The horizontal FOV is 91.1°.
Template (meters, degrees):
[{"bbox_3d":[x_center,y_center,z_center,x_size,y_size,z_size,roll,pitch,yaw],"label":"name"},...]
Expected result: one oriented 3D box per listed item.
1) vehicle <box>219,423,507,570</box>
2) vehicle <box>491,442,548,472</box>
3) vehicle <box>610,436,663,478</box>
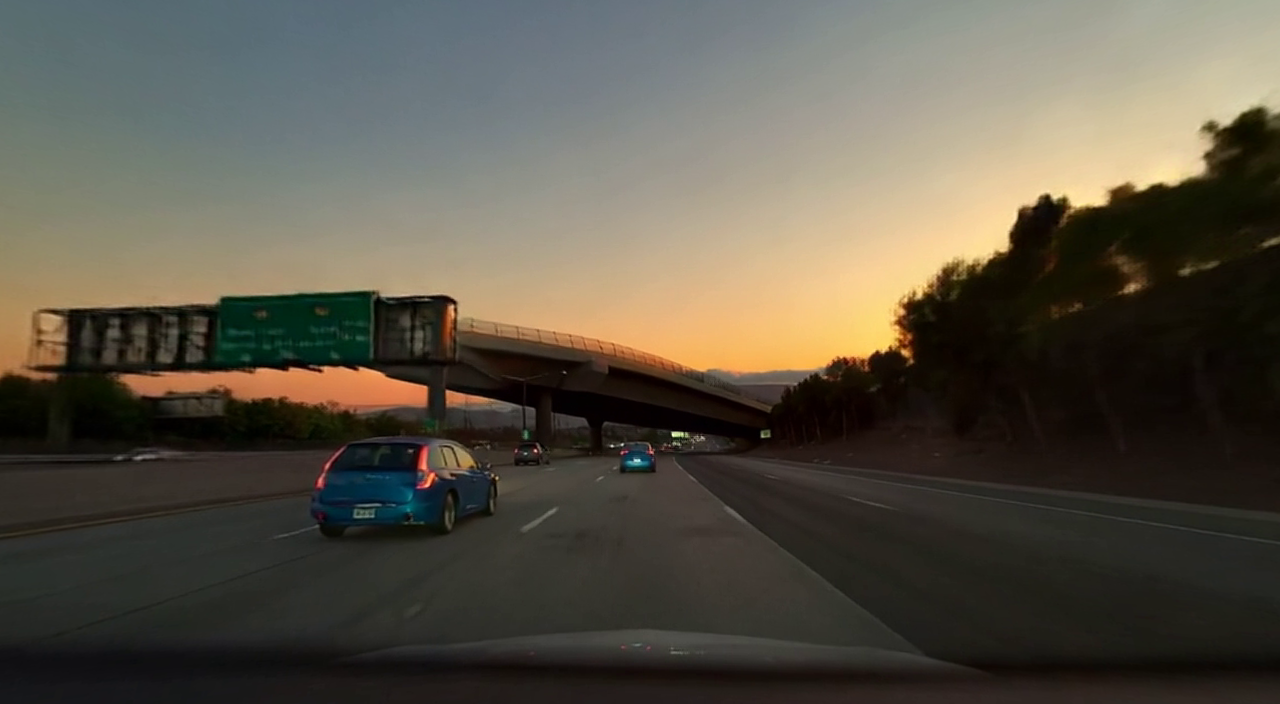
[{"bbox_3d":[-3.555,1.950,9.274,2.124,1.607,4.531,0,-9,1],"label":"vehicle"},{"bbox_3d":[-6.406,5.644,33.936,1.994,1.519,4.668,0,-9,2],"label":"vehicle"},{"bbox_3d":[-0.116,4.638,28.002,2.155,1.690,4.318,0,-9,1],"label":"vehicle"}]
